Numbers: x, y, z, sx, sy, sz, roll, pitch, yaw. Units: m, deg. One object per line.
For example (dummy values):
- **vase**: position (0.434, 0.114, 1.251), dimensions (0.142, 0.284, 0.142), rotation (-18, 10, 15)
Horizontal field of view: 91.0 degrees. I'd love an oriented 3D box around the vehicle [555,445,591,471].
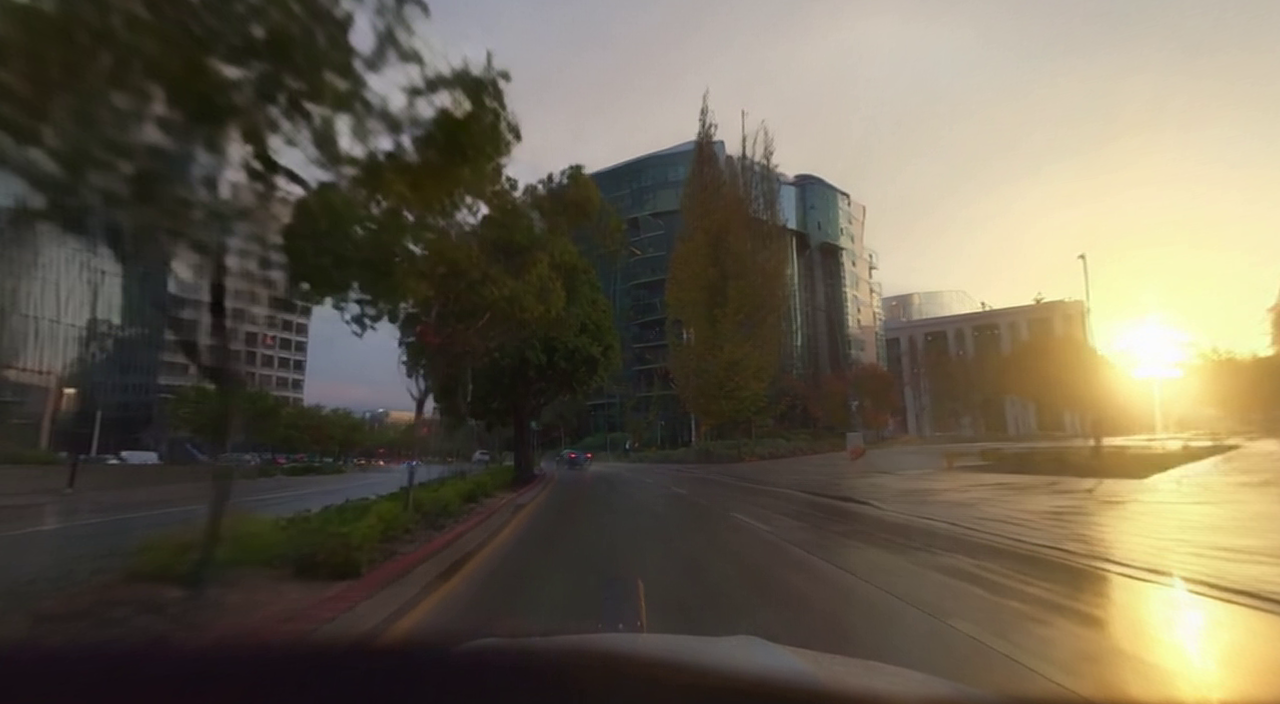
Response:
- **vehicle**: position (-5.135, 8.037, 47.976), dimensions (2.129, 1.816, 4.851), rotation (2, -9, -12)
